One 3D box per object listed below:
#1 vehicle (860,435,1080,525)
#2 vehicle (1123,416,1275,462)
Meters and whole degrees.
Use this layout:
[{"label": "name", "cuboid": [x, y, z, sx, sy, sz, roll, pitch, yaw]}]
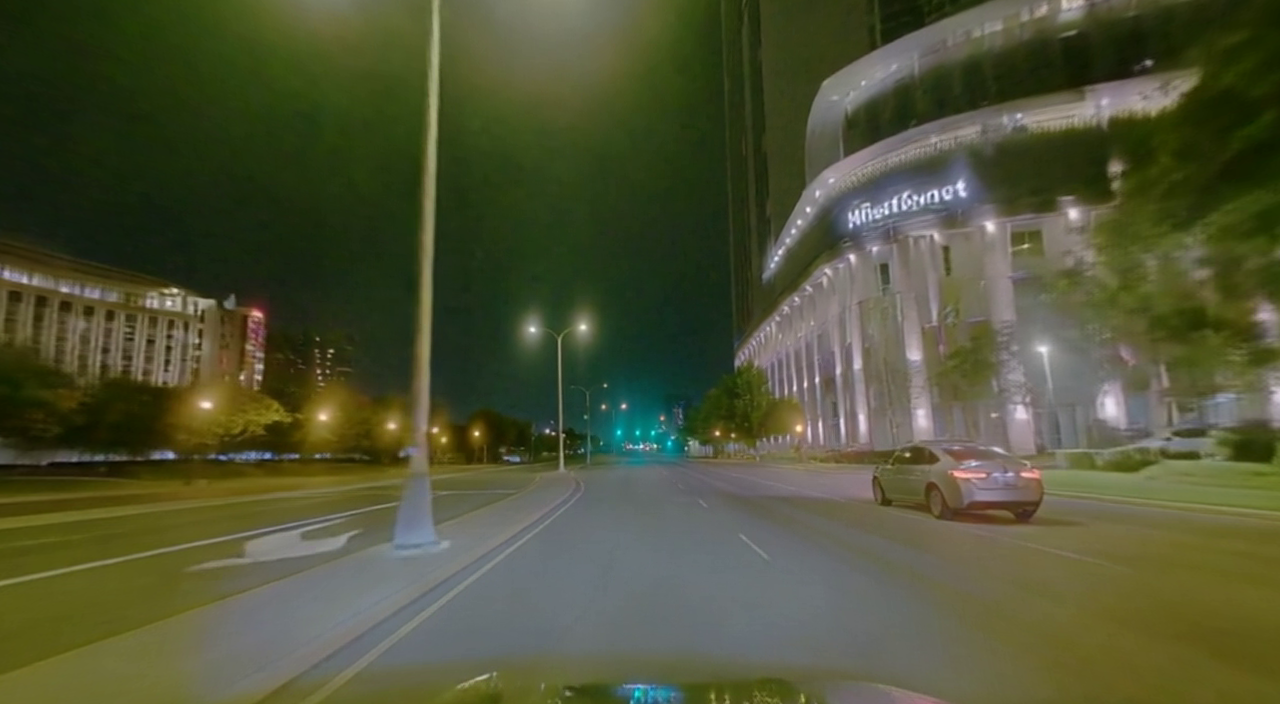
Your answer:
[{"label": "vehicle", "cuboid": [6.468, 2.546, 13.196, 1.913, 1.504, 4.738, 0, -9, -2]}, {"label": "vehicle", "cuboid": [23.131, 3.699, 26.504, 2.066, 1.716, 4.943, -1, -9, 4]}]
